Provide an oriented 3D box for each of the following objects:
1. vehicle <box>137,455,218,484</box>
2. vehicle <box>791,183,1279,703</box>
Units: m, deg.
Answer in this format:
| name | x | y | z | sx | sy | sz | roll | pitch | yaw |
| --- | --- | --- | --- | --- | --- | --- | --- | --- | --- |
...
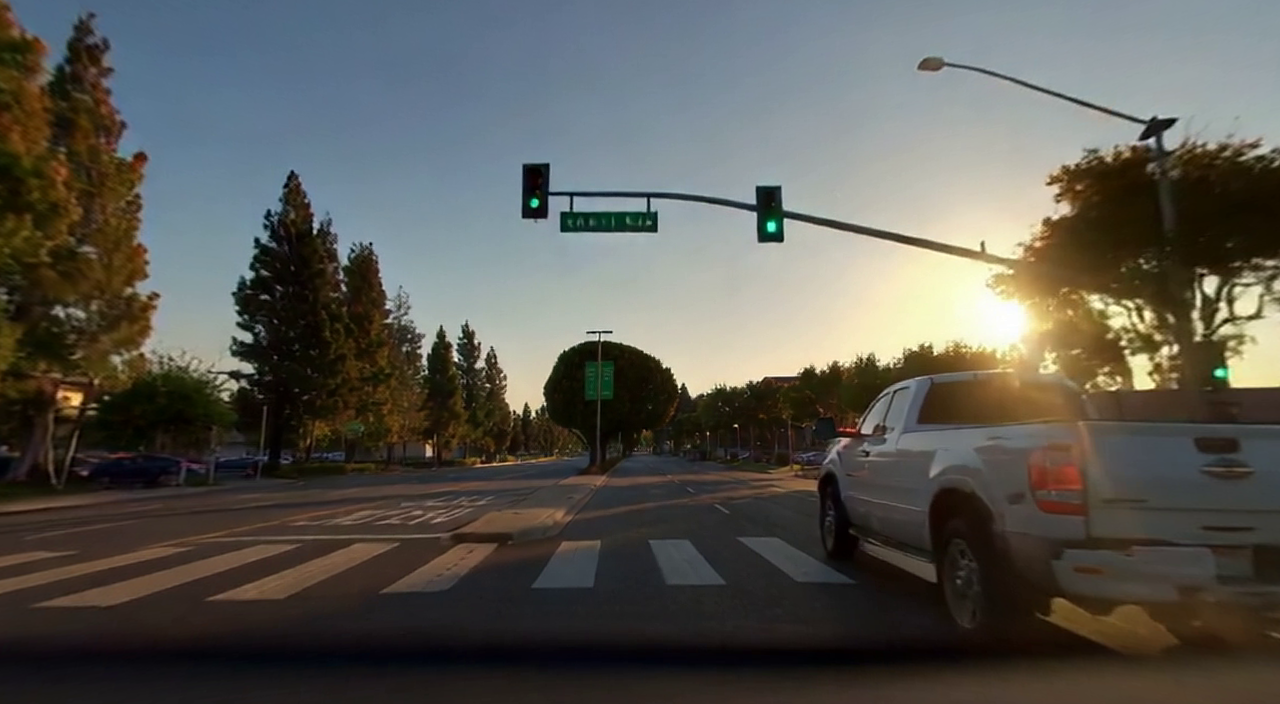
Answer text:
| name | x | y | z | sx | sy | sz | roll | pitch | yaw |
| --- | --- | --- | --- | --- | --- | --- | --- | --- | --- |
| vehicle | -28.238 | 7.181 | 38.539 | 3.885 | 1.425 | 1.660 | -4 | -6 | 6 |
| vehicle | 3.369 | 0.939 | 5.815 | 2.484 | 2.642 | 5.990 | 0 | -9 | 0 |
